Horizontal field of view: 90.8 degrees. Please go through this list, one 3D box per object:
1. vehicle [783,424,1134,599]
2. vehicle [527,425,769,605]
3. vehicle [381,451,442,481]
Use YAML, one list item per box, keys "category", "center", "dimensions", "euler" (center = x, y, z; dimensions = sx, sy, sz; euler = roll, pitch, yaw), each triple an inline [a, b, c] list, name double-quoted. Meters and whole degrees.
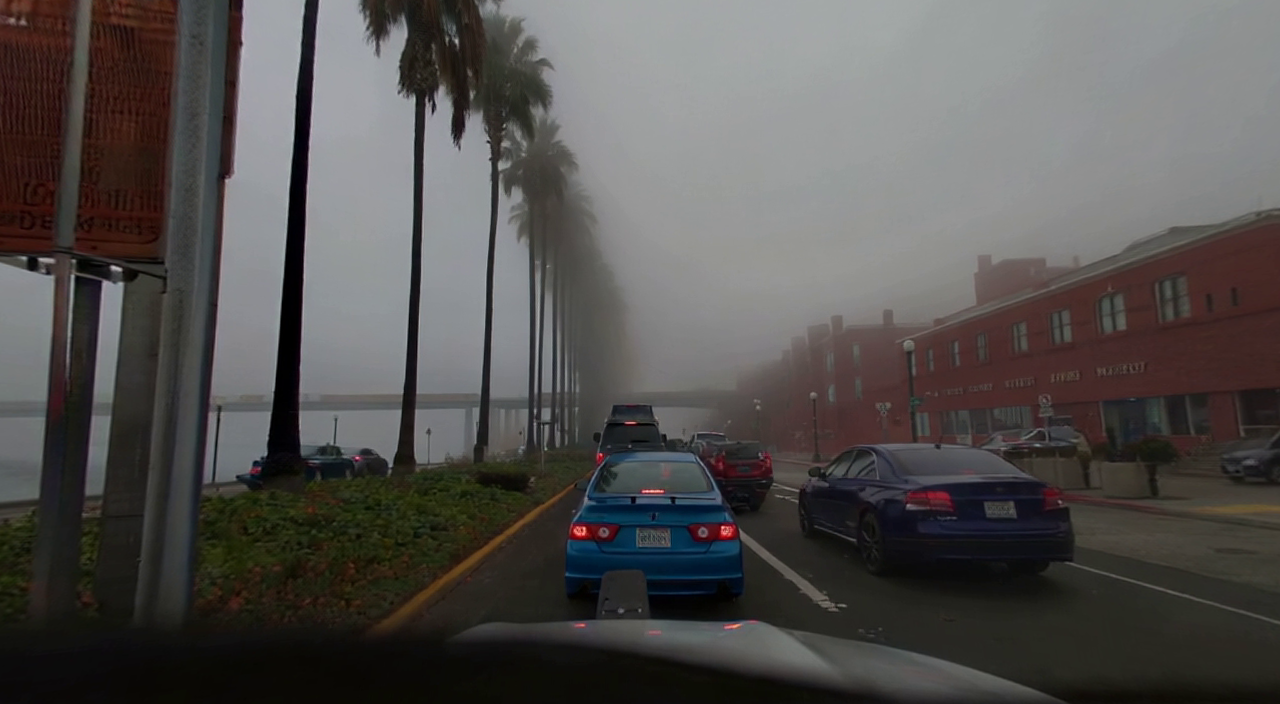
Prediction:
- category: "vehicle"
  center: [3.264, 1.713, 7.725]
  dimensions: [1.920, 1.490, 4.417]
  euler: [0, -9, -1]
- category: "vehicle"
  center: [0.062, 1.669, 7.275]
  dimensions: [2.048, 1.503, 3.681]
  euler: [0, -9, 0]
- category: "vehicle"
  center: [-14.949, 7.470, 41.669]
  dimensions: [2.104, 1.802, 4.852]
  euler: [0, -9, 1]
